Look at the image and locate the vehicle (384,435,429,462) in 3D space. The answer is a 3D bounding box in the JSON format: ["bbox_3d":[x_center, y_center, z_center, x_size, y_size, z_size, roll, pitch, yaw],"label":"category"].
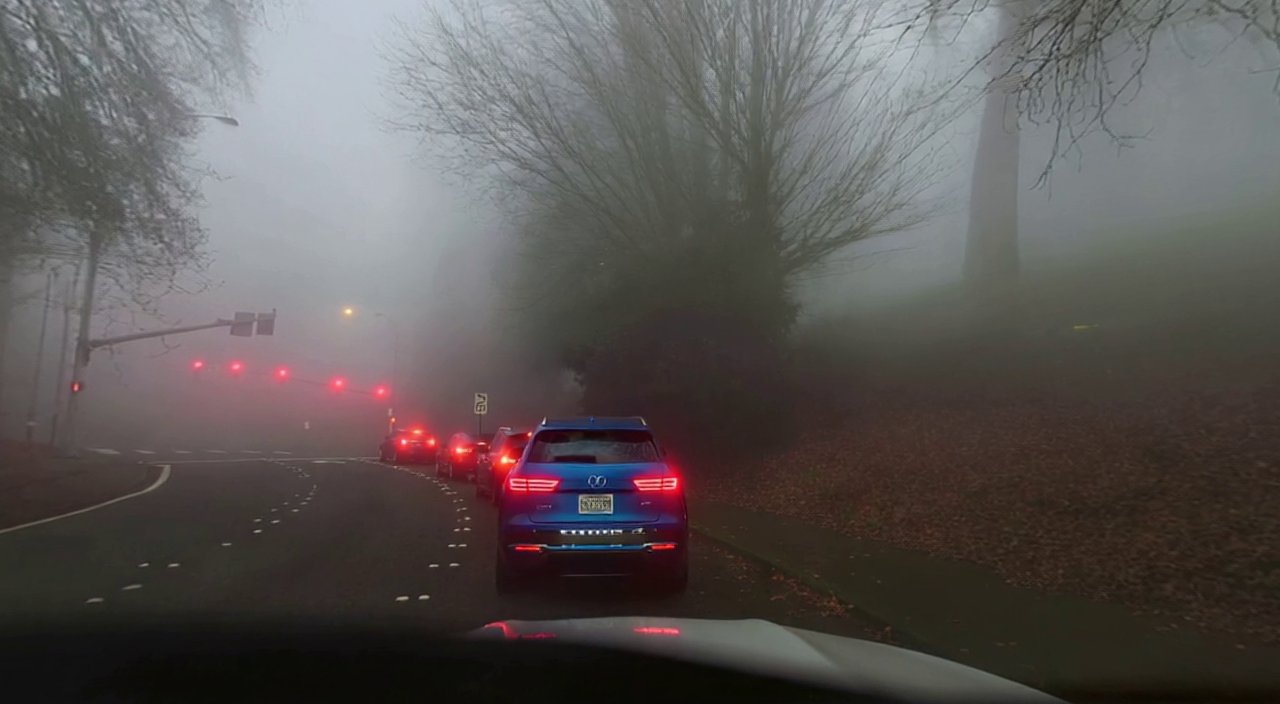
[{"bbox_3d":[-13.752,5.630,36.903,1.863,1.488,4.426,4,-9,-27],"label":"vehicle"}]

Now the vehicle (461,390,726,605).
[{"bbox_3d":[-0.678,1.457,7.204,2.134,1.671,4.147,1,-8,-9],"label":"vehicle"}]

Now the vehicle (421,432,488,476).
[{"bbox_3d":[-7.288,3.931,24.492,1.902,1.536,3.662,4,-9,-25],"label":"vehicle"}]
